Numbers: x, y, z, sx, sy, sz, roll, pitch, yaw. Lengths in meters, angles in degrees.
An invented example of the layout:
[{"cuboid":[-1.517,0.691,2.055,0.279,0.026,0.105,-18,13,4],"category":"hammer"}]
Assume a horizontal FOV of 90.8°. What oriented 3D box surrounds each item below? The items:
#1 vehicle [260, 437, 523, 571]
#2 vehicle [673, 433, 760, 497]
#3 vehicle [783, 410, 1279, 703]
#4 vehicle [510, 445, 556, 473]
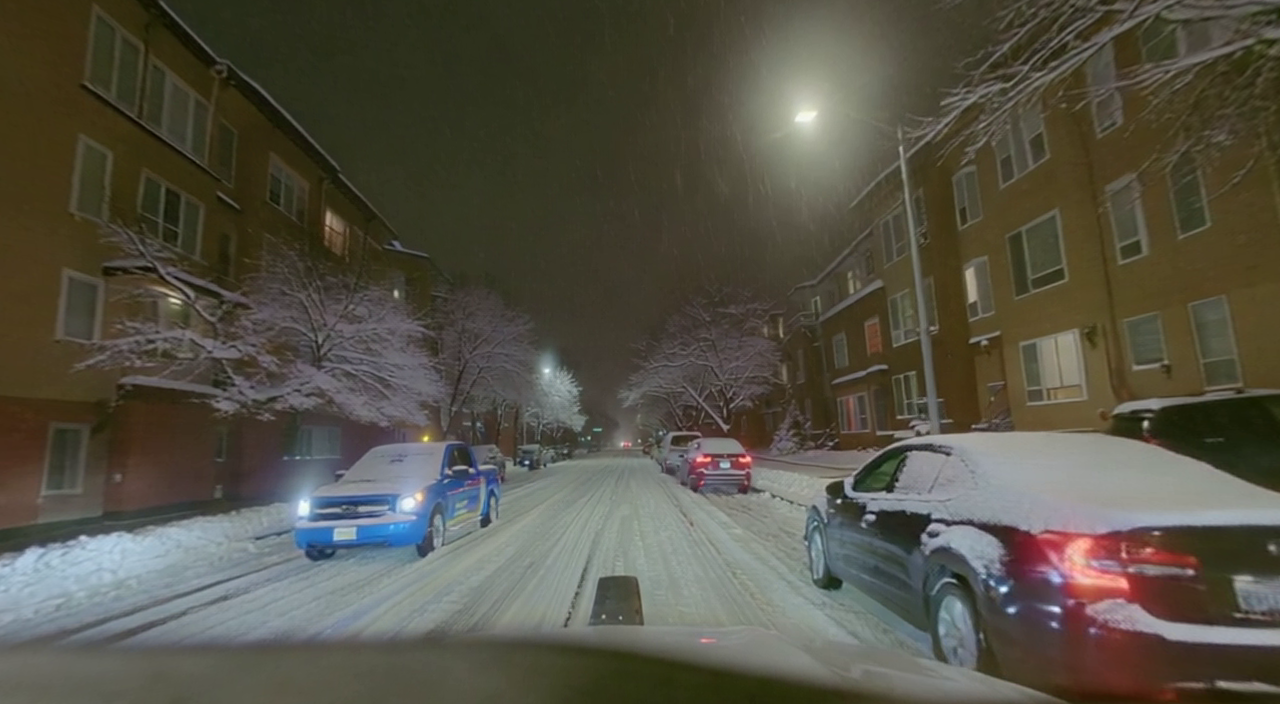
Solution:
[{"cuboid":[-3.271,2.068,9.501,1.966,1.515,4.394,-1,-8,3],"category":"vehicle"},{"cuboid":[2.113,3.277,18.680,1.878,1.664,4.033,0,-8,-3],"category":"vehicle"},{"cuboid":[2.591,1.280,4.408,1.845,1.479,4.727,0,-8,-3],"category":"vehicle"},{"cuboid":[-6.524,6.558,38.964,1.959,1.490,4.361,0,-7,1],"category":"vehicle"}]
